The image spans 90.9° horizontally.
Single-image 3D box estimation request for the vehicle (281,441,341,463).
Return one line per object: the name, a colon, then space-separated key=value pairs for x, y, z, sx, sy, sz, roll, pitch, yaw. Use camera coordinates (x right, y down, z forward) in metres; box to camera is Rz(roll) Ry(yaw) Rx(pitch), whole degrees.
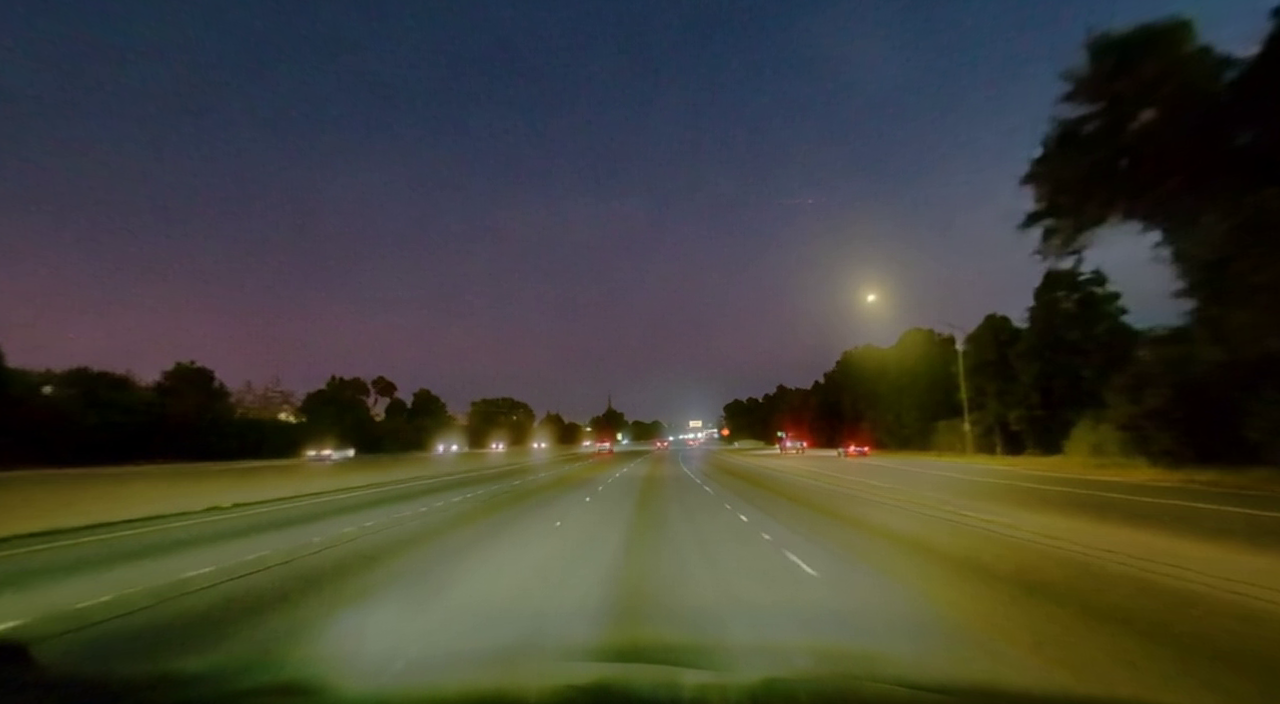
vehicle: x=-24.383 y=7.425 z=46.989 sx=1.971 sy=1.536 sz=4.444 roll=-1 pitch=-8 yaw=2
